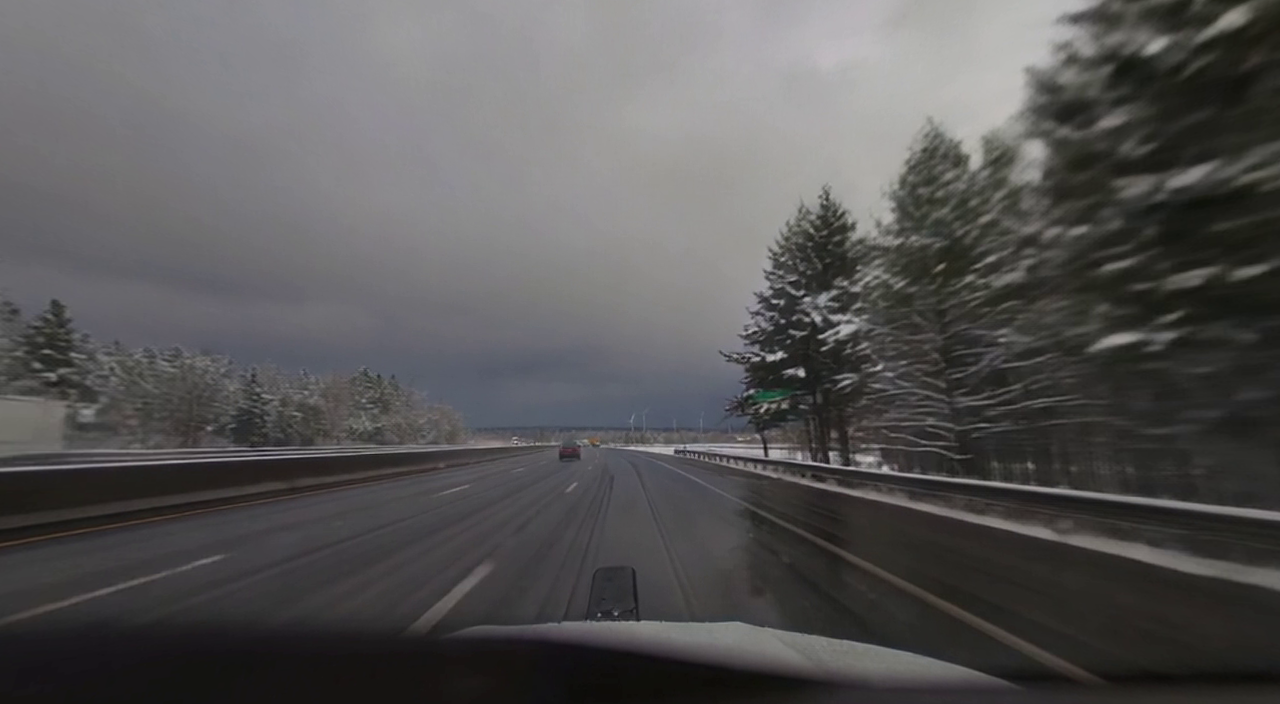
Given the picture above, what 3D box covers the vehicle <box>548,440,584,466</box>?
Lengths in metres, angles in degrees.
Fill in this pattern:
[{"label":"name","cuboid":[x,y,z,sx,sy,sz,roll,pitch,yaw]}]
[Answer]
[{"label":"vehicle","cuboid":[-4.577,6.310,39.537,2.053,1.549,4.097,0,-8,-4]}]
